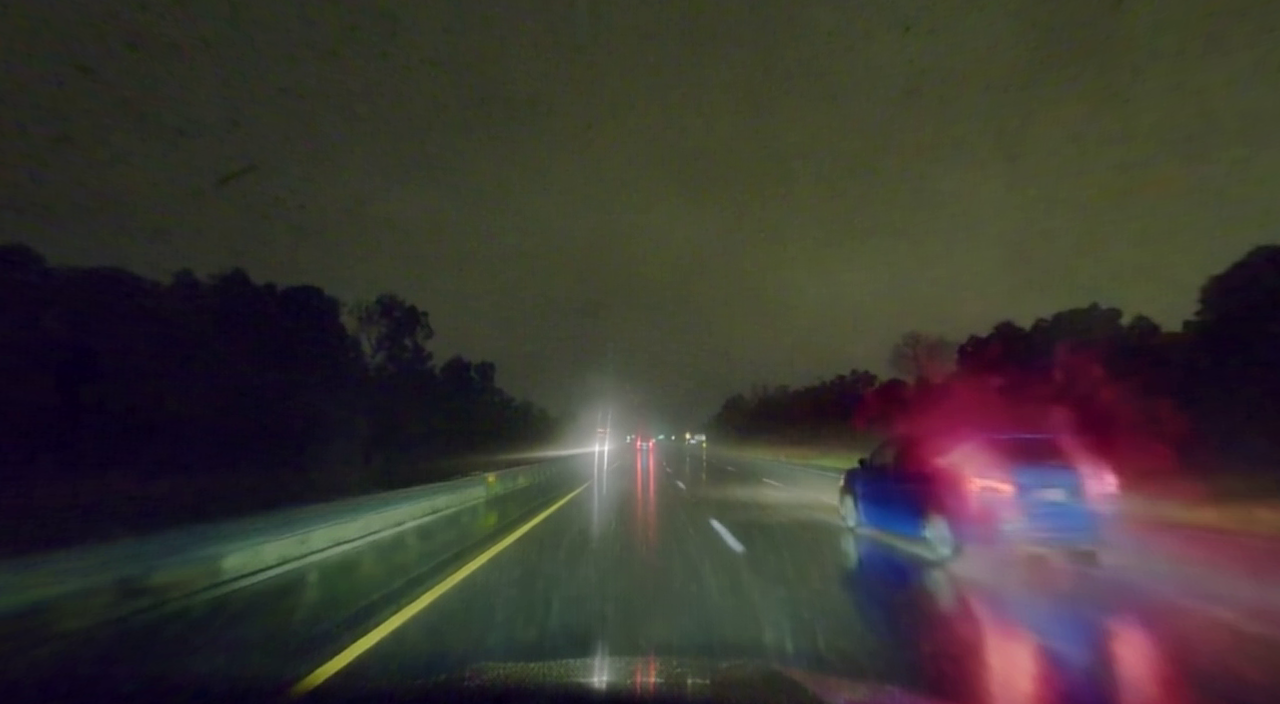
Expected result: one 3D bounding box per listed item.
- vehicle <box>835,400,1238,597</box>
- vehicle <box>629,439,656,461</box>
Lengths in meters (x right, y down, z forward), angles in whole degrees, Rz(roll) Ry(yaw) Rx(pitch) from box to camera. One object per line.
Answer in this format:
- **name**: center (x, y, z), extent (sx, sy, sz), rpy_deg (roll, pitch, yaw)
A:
- **vehicle**: center (3.895, 1.497, 7.261), extent (2.037, 1.609, 4.036), rpy_deg (0, -8, 1)
- **vehicle**: center (0.196, 7.404, 47.789), extent (2.009, 1.554, 4.013), rpy_deg (0, -8, 1)
